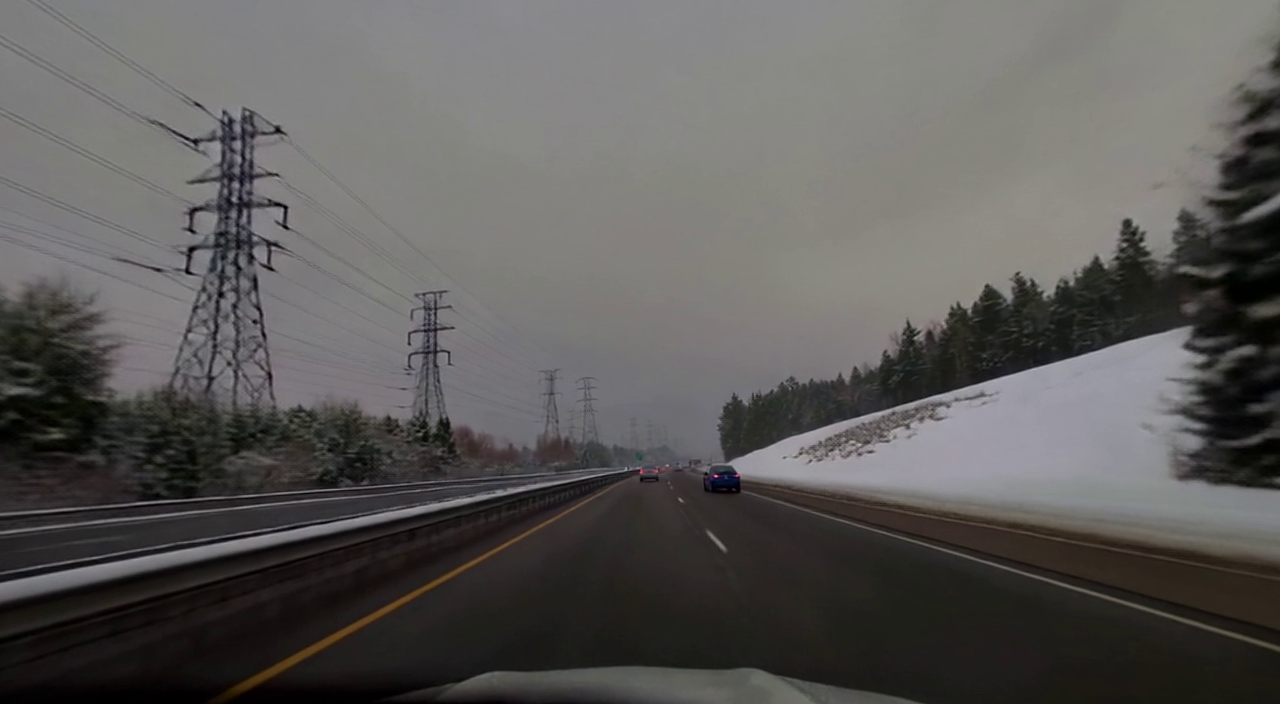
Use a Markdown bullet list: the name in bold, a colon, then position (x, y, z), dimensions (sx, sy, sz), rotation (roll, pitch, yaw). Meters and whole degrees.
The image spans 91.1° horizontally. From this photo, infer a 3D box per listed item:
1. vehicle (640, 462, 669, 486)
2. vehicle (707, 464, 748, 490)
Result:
- **vehicle**: position (1.065, 9.068, 46.824), dimensions (2.038, 1.596, 4.246), rotation (1, -10, 0)
- **vehicle**: position (5.499, 7.896, 39.931), dimensions (1.985, 1.521, 3.904), rotation (1, -10, -1)
